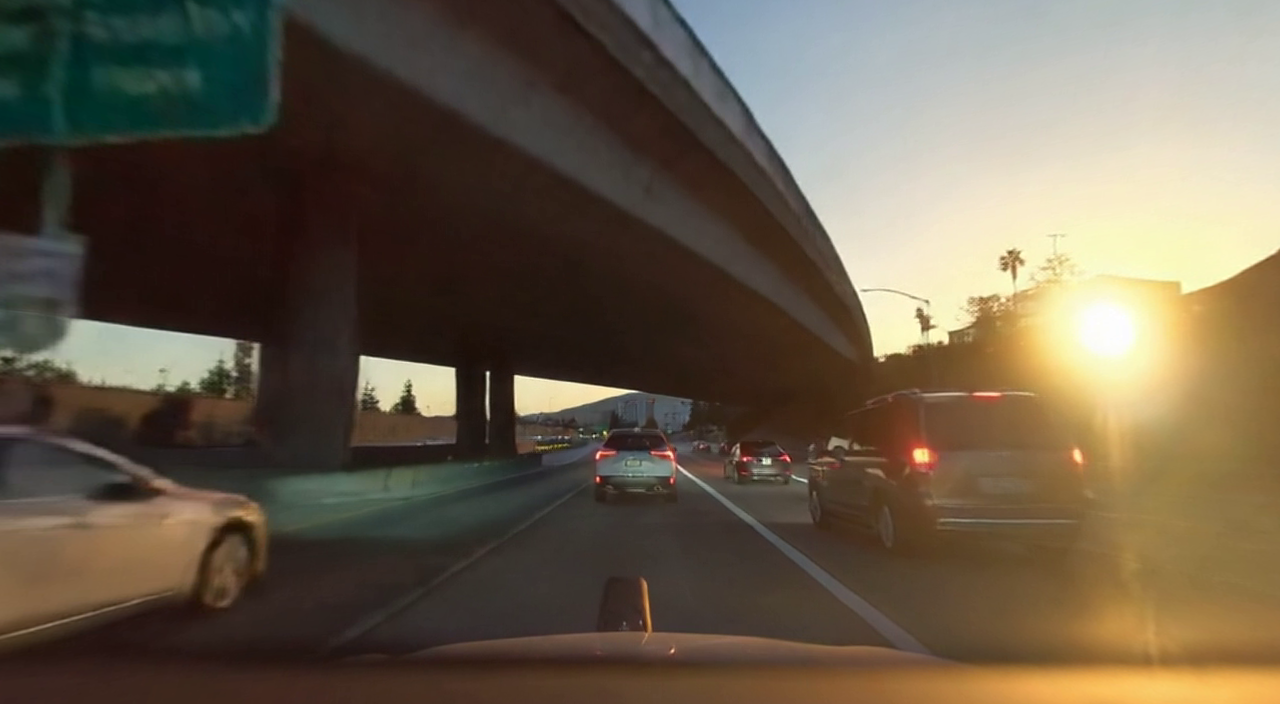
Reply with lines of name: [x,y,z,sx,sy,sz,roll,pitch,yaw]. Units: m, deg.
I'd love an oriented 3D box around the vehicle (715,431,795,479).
vehicle: [4.161,3.814,23.541,2.210,1.625,4.249,0,-8,0]

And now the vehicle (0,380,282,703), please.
vehicle: [-3.930,0.846,2.586,2.011,1.510,4.698,0,-8,2]

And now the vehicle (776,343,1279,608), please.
vehicle: [3.696,1.361,7.889,2.732,2.065,5.826,0,-8,1]

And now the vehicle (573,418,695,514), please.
vehicle: [-0.074,2.272,13.001,2.099,1.640,4.134,0,-8,1]
